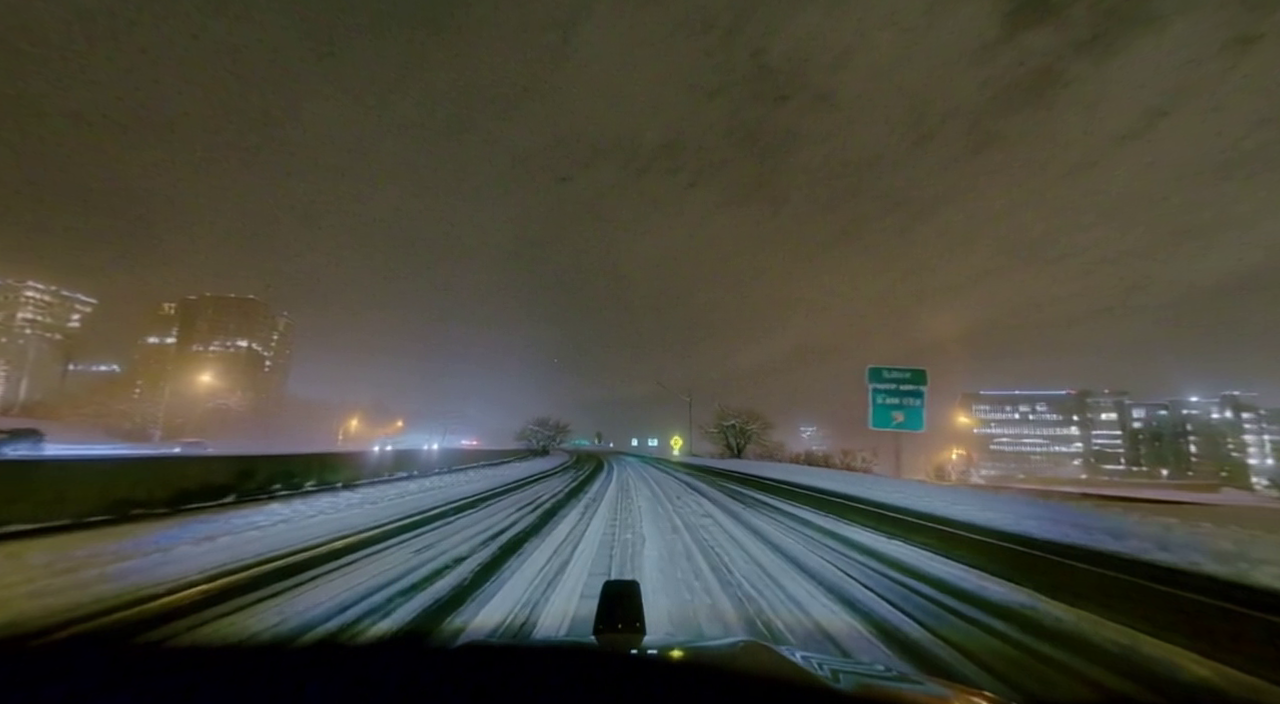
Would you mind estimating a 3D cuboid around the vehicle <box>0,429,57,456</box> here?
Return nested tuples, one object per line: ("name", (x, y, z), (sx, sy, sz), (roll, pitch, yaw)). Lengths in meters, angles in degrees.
("vehicle", (-45.085, 6.450, 44.766), (2.254, 1.840, 5.338), (0, -9, -2))
